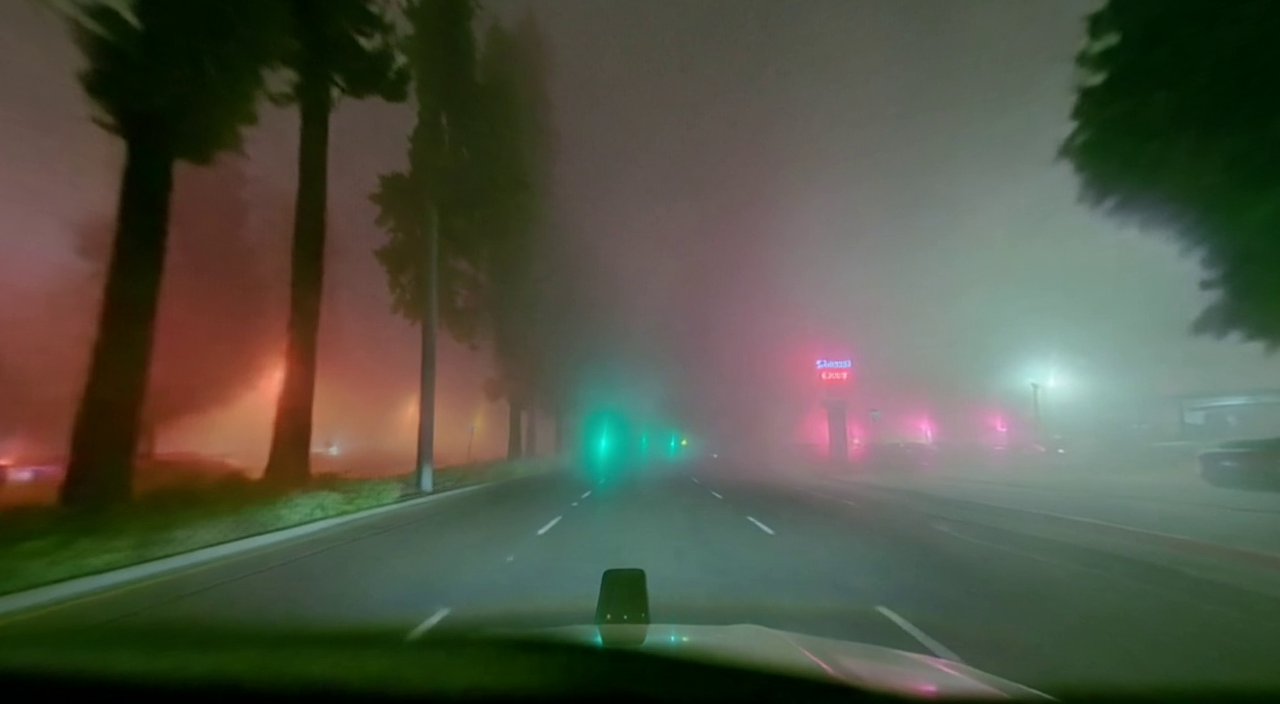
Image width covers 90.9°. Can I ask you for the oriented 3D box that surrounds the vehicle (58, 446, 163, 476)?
[{"bbox_3d":[-32.353,6.665,38.629,4.557,1.773,2.018,0,-9,1],"label":"vehicle"}]

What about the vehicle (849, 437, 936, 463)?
[{"bbox_3d":[16.982,6.612,42.545,4.897,1.739,2.259,0,-9,2],"label":"vehicle"}]

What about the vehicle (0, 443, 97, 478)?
[{"bbox_3d":[-32.107,5.770,33.339,4.718,1.644,2.287,-2,-9,2],"label":"vehicle"}]

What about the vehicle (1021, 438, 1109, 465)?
[{"bbox_3d":[29.527,6.905,43.918,4.641,1.816,1.954,0,-9,3],"label":"vehicle"}]

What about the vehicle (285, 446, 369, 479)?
[{"bbox_3d":[-18.938,6.695,38.466,2.317,1.830,5.142,0,-9,2],"label":"vehicle"}]

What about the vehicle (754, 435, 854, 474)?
[{"bbox_3d":[9.427,5.868,36.276,5.329,2.114,2.325,-3,-9,19],"label":"vehicle"}]
